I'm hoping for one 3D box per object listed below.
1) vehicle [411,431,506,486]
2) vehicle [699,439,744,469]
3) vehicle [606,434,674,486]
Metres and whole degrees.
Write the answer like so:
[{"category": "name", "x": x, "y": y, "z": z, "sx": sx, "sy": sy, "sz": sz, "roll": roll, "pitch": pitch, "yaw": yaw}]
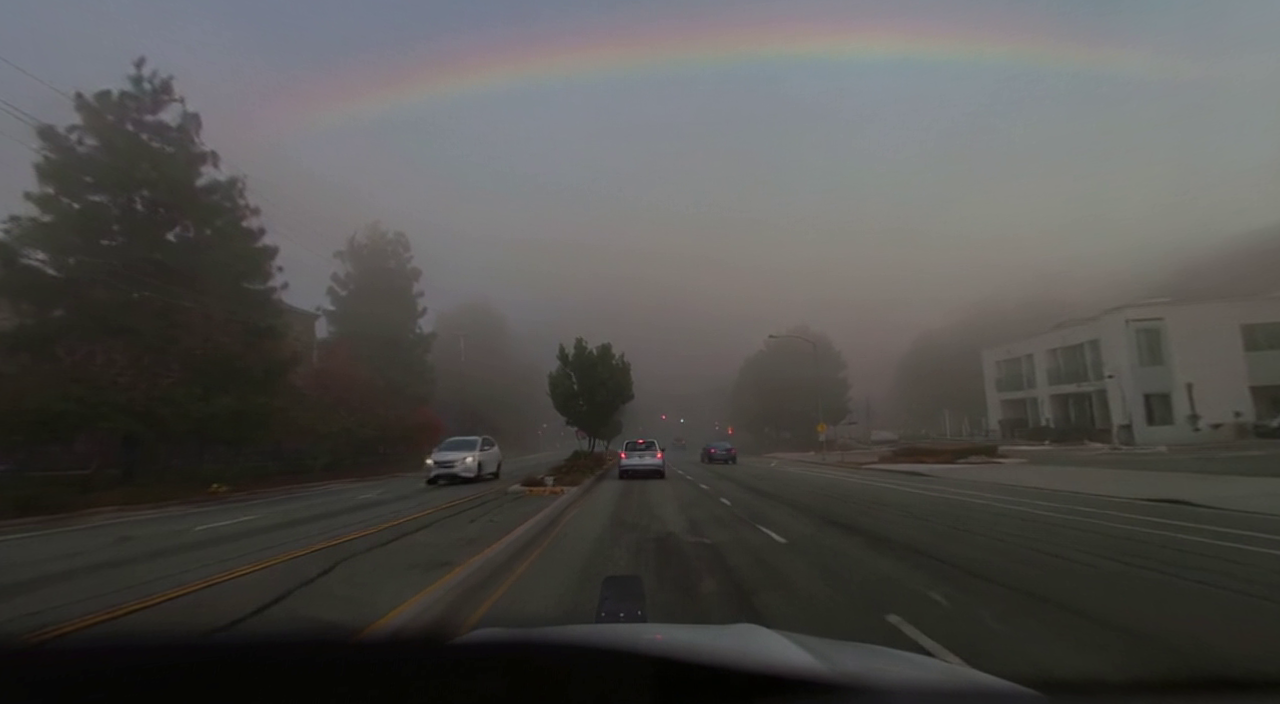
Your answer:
[{"category": "vehicle", "x": -6.575, "y": 3.926, "z": 23.488, "sx": 2.174, "sy": 1.802, "sz": 4.591, "roll": 0, "pitch": -9, "yaw": 0}, {"category": "vehicle", "x": 4.731, "y": 5.976, "z": 37.198, "sx": 1.987, "sy": 1.613, "sz": 4.081, "roll": 0, "pitch": -9, "yaw": -1}, {"category": "vehicle", "x": 0.021, "y": 3.759, "z": 22.301, "sx": 2.181, "sy": 1.639, "sz": 4.127, "roll": 0, "pitch": -9, "yaw": 0}]
